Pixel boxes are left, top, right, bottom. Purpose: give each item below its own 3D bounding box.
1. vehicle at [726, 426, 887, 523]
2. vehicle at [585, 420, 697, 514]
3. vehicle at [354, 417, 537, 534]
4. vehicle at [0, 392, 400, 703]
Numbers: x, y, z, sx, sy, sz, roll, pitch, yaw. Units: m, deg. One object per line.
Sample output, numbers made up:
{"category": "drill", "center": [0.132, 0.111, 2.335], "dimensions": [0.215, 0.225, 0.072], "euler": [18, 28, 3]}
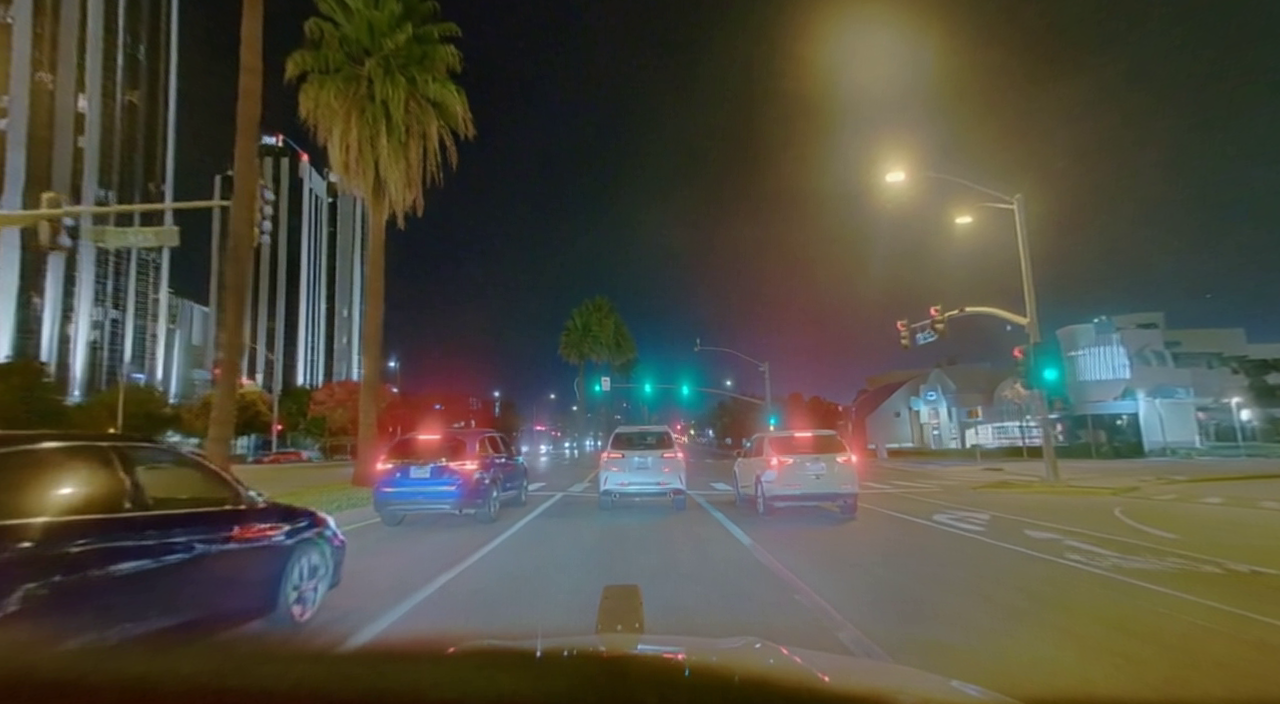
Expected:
{"category": "vehicle", "center": [2.992, 2.289, 12.308], "dimensions": [1.936, 1.567, 3.896], "euler": [0, -9, -2]}
{"category": "vehicle", "center": [0.012, 2.453, 13.886], "dimensions": [2.060, 1.730, 4.257], "euler": [0, -9, 0]}
{"category": "vehicle", "center": [-3.201, 2.123, 11.377], "dimensions": [1.938, 1.713, 4.048], "euler": [0, -9, 1]}
{"category": "vehicle", "center": [-3.219, 1.082, 3.472], "dimensions": [1.962, 1.480, 4.605], "euler": [0, -9, 0]}
